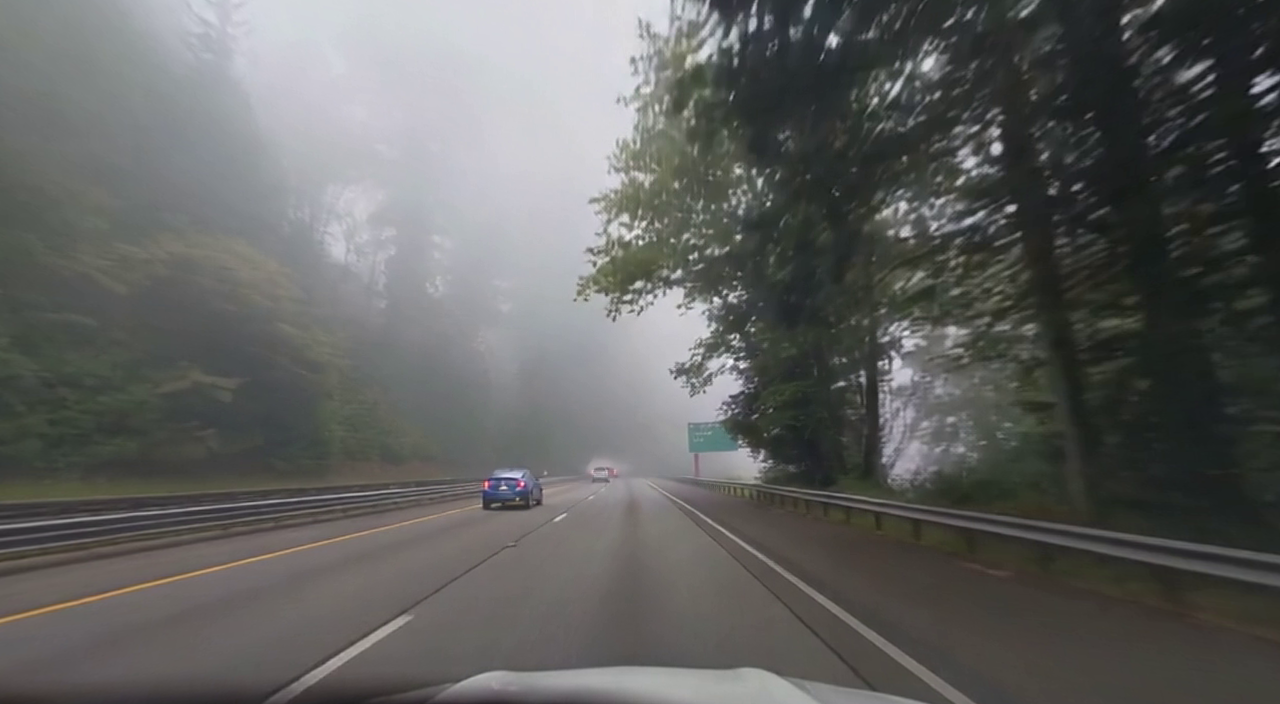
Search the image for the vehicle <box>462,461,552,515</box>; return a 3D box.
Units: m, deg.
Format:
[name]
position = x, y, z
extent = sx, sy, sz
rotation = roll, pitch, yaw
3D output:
[vehicle]
position = -4.135, 4.319, 20.271
extent = 1.954, 1.509, 4.094
rotation = 0, -10, 1
